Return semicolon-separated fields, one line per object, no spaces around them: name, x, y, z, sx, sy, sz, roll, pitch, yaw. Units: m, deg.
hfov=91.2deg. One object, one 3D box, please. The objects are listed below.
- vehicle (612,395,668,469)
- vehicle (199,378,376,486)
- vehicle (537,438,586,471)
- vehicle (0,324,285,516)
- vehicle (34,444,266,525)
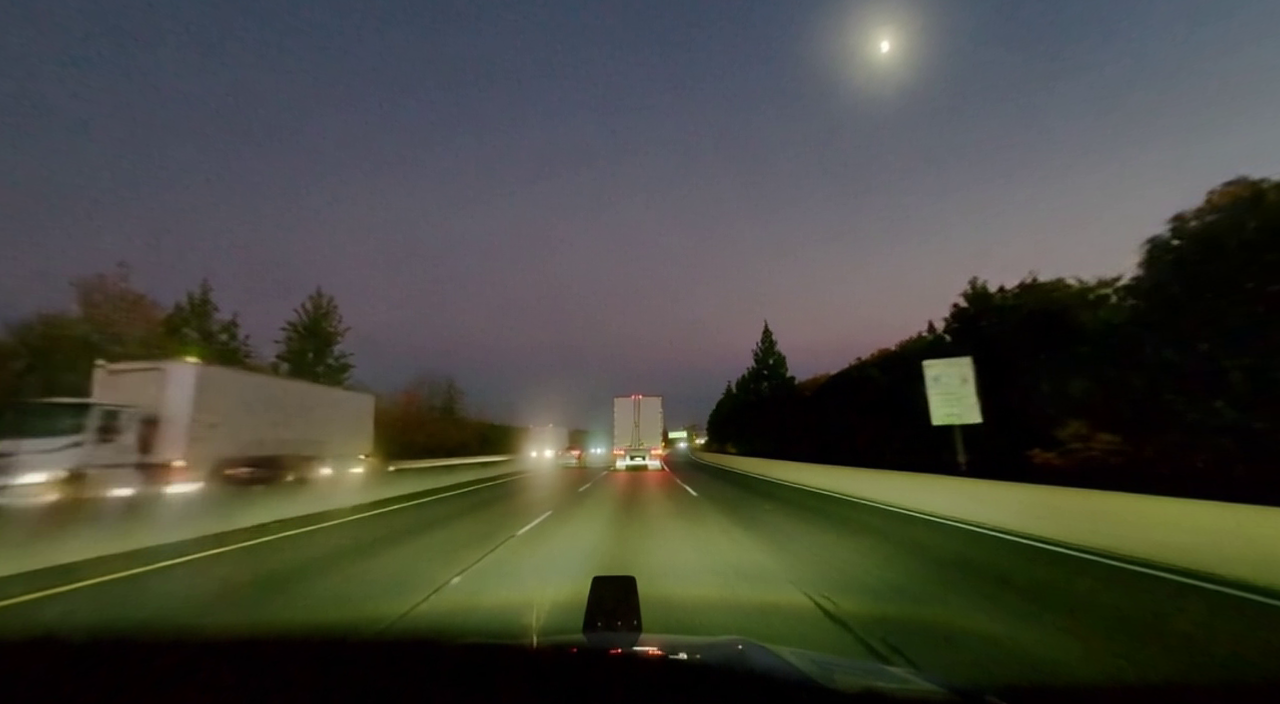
vehicle;-0.057;5.242;40.273;3.100;4.091;10.664;0;-9;0
vehicle;-15.033;3.626;27.837;2.883;4.057;8.315;0;-9;0
vehicle;-4.183;5.547;33.930;2.112;1.645;4.129;0;-9;0
vehicle;-15.071;2.204;18.455;3.032;4.087;10.407;0;-9;0
vehicle;-10.392;2.796;13.766;1.880;1.491;3.942;0;-9;0
